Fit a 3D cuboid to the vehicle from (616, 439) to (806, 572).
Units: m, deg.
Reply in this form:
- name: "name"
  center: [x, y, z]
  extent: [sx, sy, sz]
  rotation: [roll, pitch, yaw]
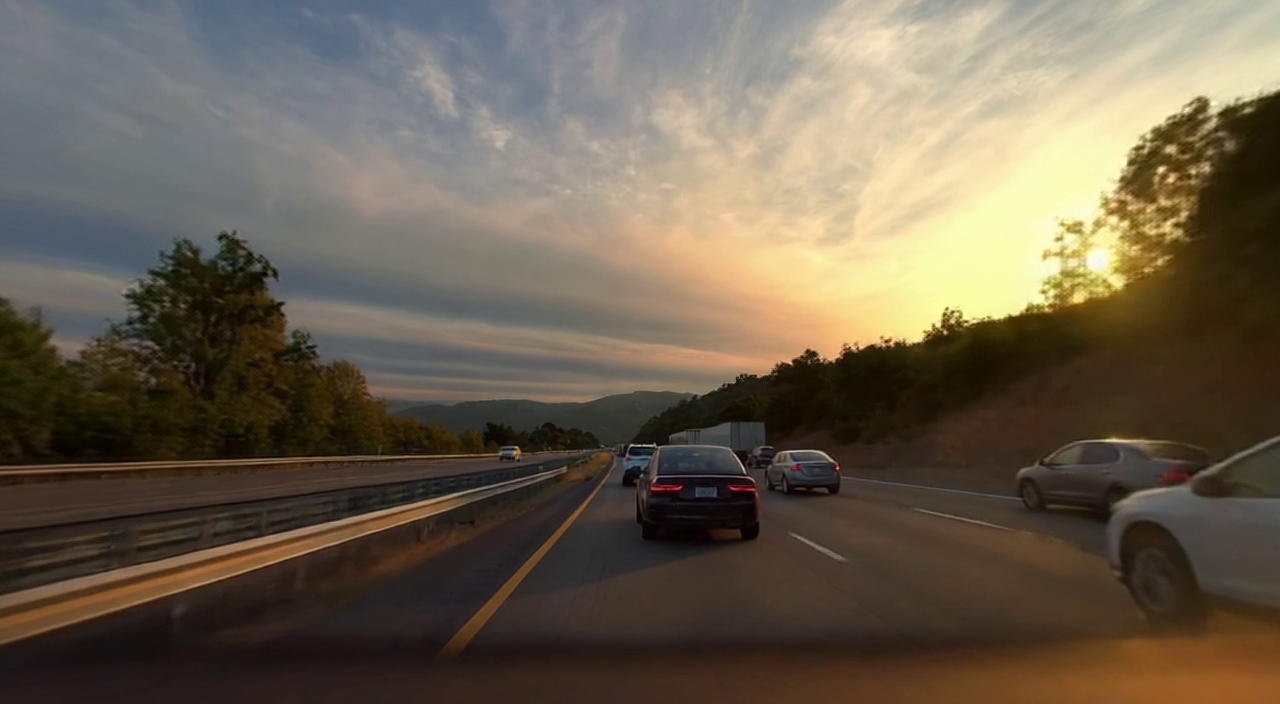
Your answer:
- name: "vehicle"
  center: [0.740, 1.984, 8.847]
  extent: [2.094, 1.426, 3.725]
  rotation: [0, -9, -1]

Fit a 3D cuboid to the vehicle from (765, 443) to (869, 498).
- name: "vehicle"
  center: [5.284, 3.583, 19.421]
  extent: [1.908, 1.500, 4.157]
  rotation: [0, -9, -1]

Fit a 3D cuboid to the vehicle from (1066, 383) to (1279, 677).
- name: "vehicle"
  center: [4.651, 0.916, 2.978]
  extent: [1.998, 1.657, 4.604]
  rotation: [0, -9, 0]
